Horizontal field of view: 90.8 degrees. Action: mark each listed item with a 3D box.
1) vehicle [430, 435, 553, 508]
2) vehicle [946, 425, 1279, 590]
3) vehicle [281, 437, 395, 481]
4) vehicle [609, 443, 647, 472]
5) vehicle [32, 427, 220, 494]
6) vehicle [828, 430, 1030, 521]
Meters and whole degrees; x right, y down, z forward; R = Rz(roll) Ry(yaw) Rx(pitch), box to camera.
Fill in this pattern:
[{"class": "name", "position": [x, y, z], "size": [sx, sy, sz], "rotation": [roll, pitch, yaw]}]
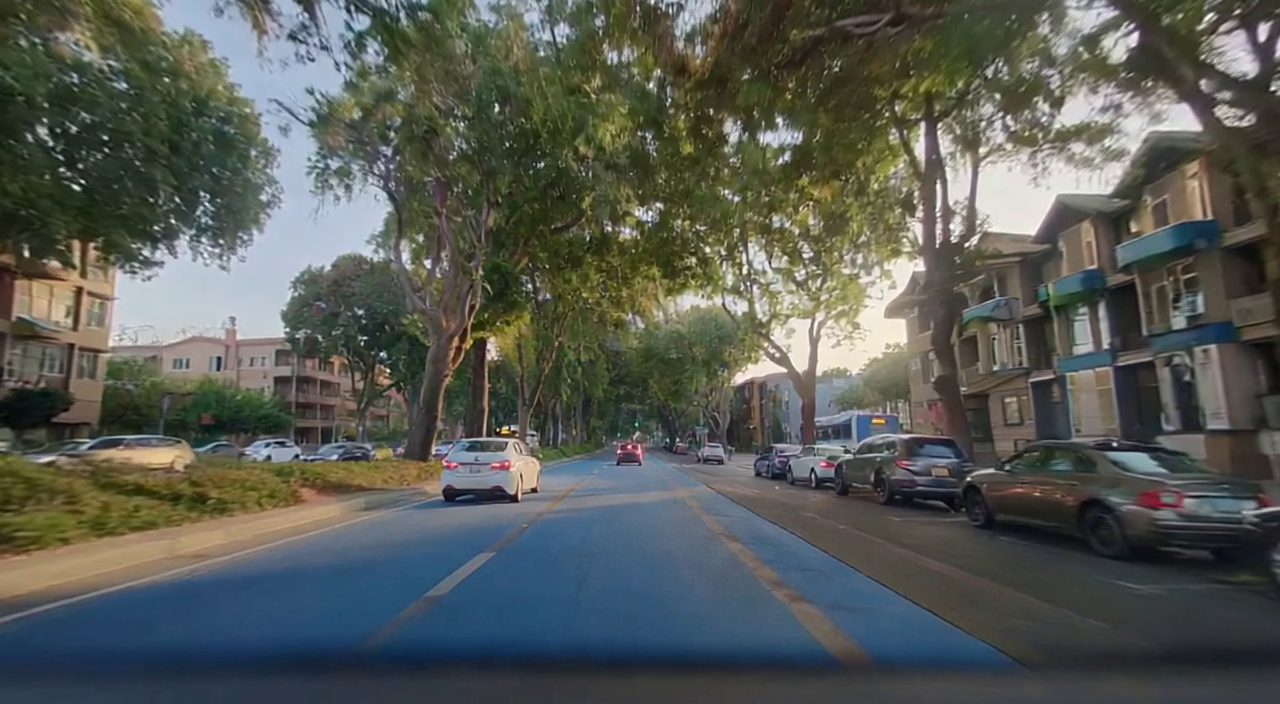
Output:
[{"class": "vehicle", "position": [-3.459, 2.869, 15.660], "size": [1.934, 1.522, 4.287], "rotation": [0, -8, 1]}, {"class": "vehicle", "position": [6.519, 1.924, 8.810], "size": [2.101, 1.655, 4.592], "rotation": [0, -8, -1]}, {"class": "vehicle", "position": [-11.706, 4.167, 24.960], "size": [1.972, 1.533, 5.024], "rotation": [0, -8, 0]}, {"class": "vehicle", "position": [-0.645, 5.822, 35.190], "size": [1.999, 1.520, 3.896], "rotation": [0, -8, 0]}, {"class": "vehicle", "position": [-15.149, 3.211, 19.033], "size": [1.928, 1.744, 4.405], "rotation": [0, -8, -1]}, {"class": "vehicle", "position": [6.505, 2.826, 15.133], "size": [2.375, 1.786, 5.078], "rotation": [0, -8, -1]}]
